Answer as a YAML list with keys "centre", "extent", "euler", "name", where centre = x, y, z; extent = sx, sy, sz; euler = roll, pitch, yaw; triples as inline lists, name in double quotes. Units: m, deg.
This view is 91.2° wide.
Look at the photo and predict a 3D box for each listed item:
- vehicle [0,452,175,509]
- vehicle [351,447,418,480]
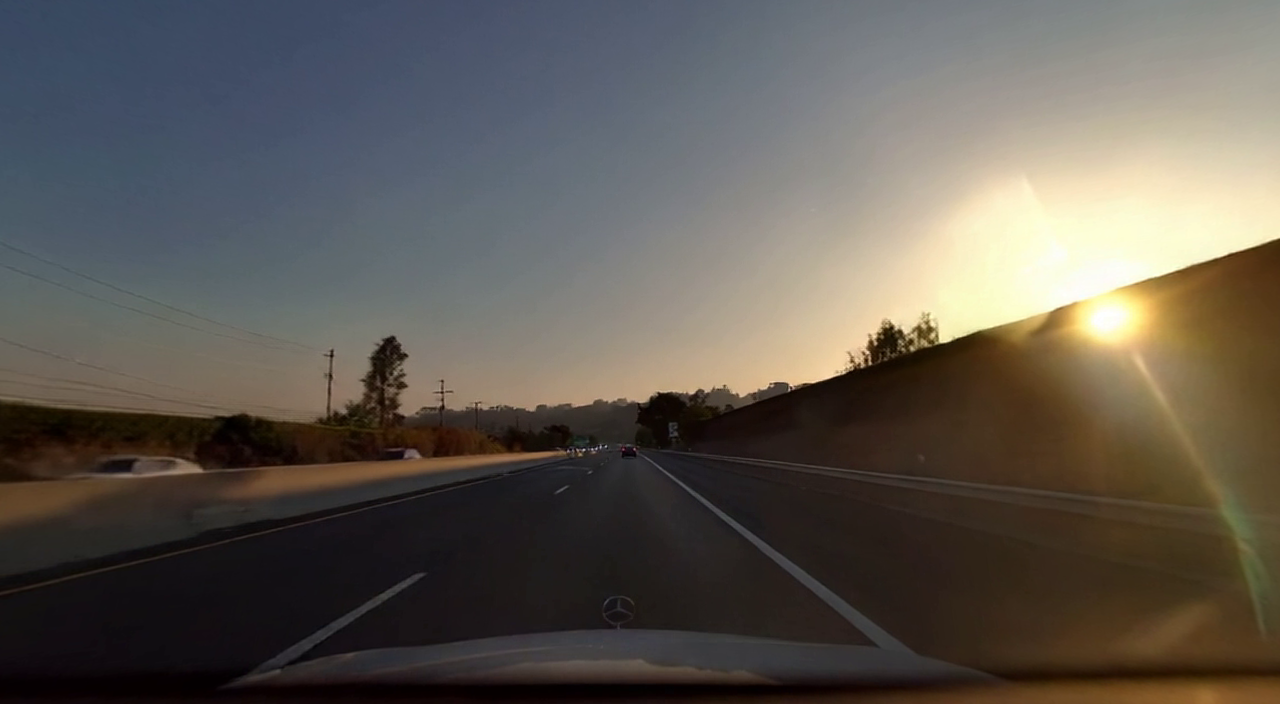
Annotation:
- centre: [-17.474, 4.028, 20.150]
  extent: [1.888, 1.579, 4.230]
  euler: [0, -9, -3]
  name: "vehicle"
- centre: [-12.959, 5.659, 32.032]
  extent: [1.882, 1.550, 4.112]
  euler: [0, -9, -4]
  name: "vehicle"
